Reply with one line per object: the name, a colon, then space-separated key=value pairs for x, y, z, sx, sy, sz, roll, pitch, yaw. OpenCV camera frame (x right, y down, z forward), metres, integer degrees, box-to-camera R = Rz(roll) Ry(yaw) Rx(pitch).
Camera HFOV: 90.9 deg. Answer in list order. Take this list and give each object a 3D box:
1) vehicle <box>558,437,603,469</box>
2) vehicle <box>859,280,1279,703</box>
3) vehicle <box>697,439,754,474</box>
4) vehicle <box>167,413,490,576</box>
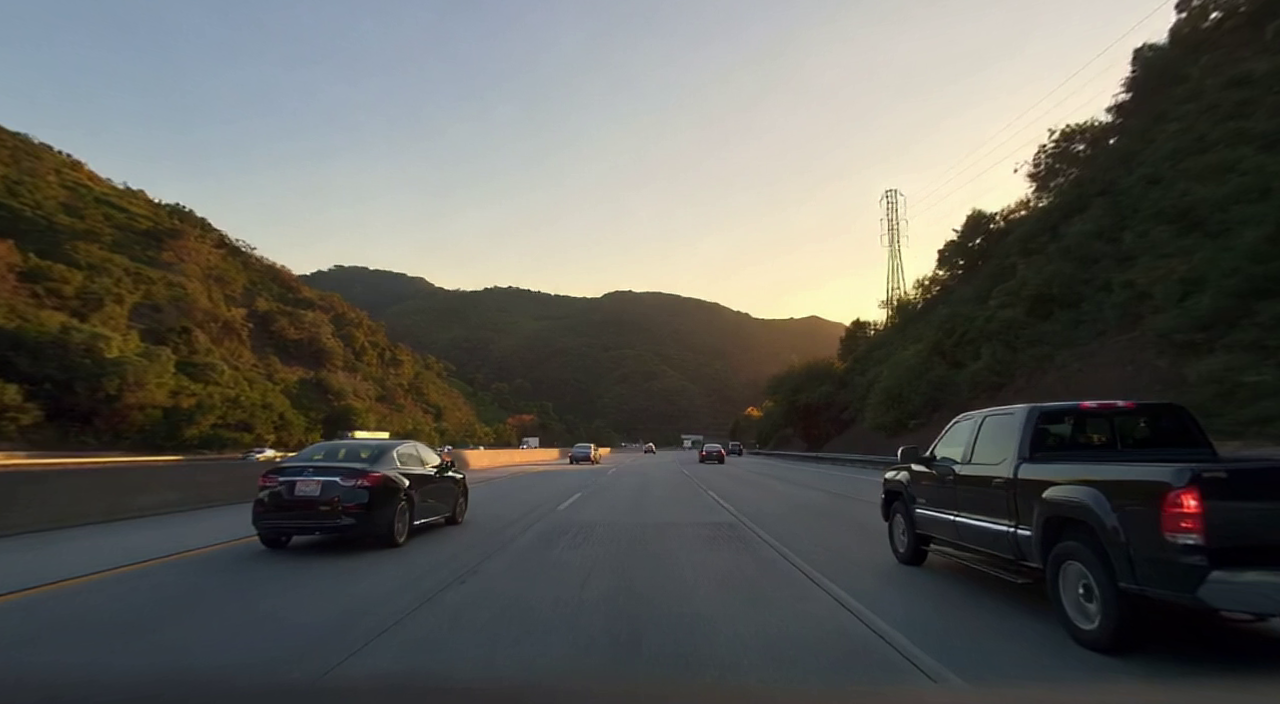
vehicle: x=-3.304 y=5.709 z=35.841 sx=2.021 sy=1.679 sz=4.310 roll=-1 pitch=-8 yaw=2
vehicle: x=3.551 y=0.991 z=4.512 sx=2.098 sy=1.925 sz=5.171 roll=0 pitch=-8 yaw=0
vehicle: x=3.934 y=4.880 z=29.646 sx=2.046 sy=1.471 sz=4.333 roll=0 pitch=-8 yaw=0
vehicle: x=-3.711 y=1.786 z=8.722 sx=2.113 sy=1.636 sz=4.494 roll=0 pitch=-8 yaw=1
